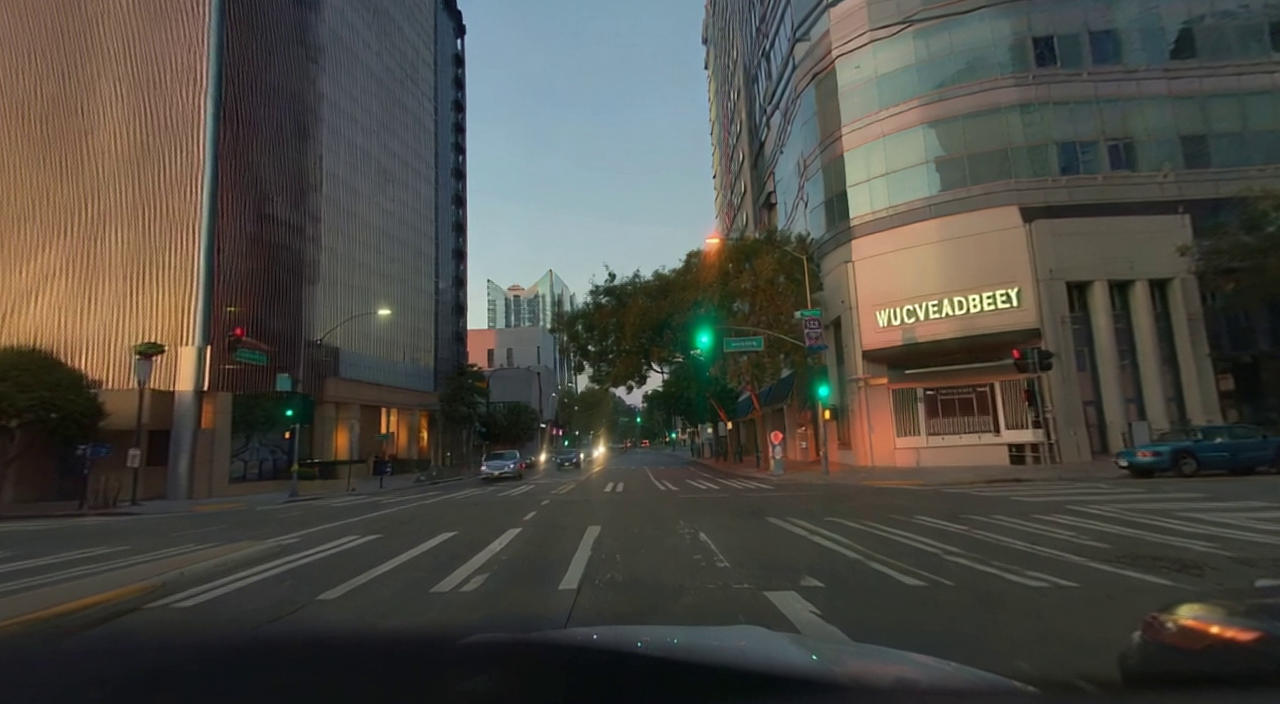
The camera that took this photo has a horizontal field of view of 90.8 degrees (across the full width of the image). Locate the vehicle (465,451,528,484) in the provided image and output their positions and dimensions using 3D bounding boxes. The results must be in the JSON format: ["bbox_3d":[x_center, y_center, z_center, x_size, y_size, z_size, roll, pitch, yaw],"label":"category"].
[{"bbox_3d":[-7.033,5.674,31.355,1.893,1.451,4.276,-1,-9,3],"label":"vehicle"}]
